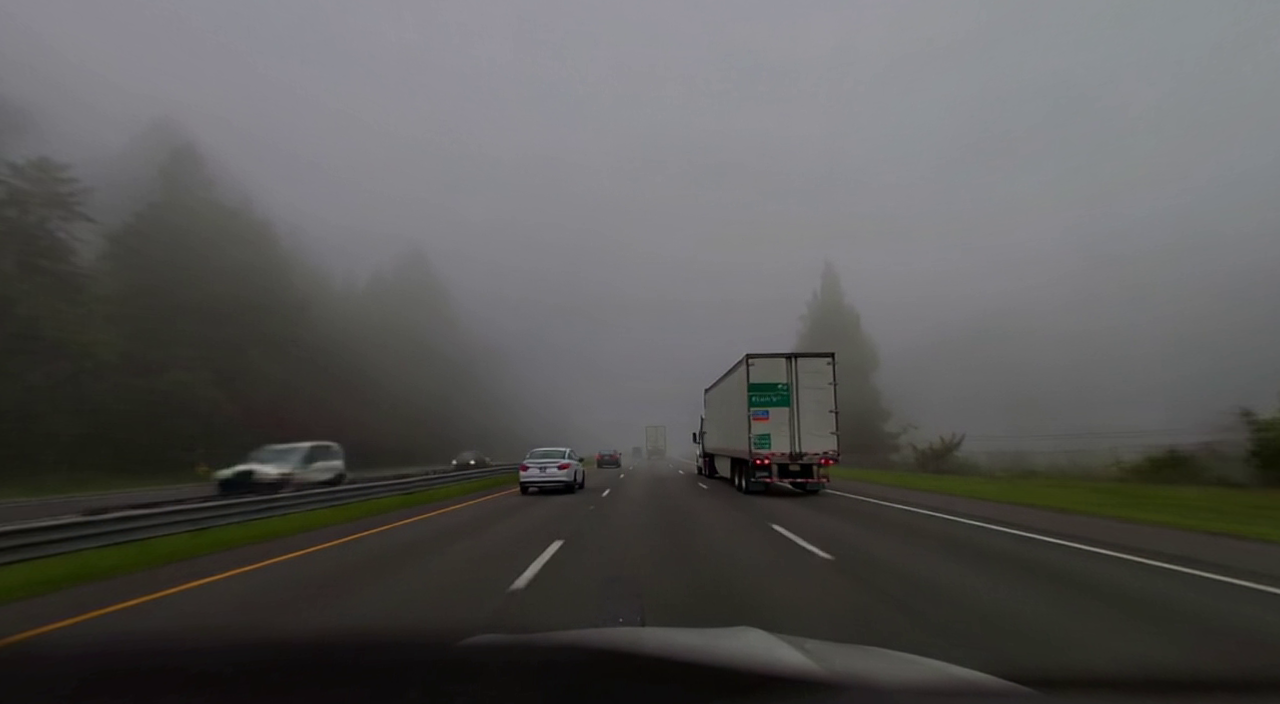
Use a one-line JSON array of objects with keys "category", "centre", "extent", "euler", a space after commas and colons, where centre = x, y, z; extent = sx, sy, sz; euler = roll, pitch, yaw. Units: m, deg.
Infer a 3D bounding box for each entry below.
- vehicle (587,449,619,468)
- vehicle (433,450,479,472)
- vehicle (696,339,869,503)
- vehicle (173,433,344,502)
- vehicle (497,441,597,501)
[{"category": "vehicle", "centre": [-2.841, 8.319, 49.350], "extent": [2.121, 1.445, 4.651], "euler": [0, -9, 1]}, {"category": "vehicle", "centre": [-14.283, 8.501, 49.324], "extent": [2.009, 1.600, 4.723], "euler": [0, -9, 2]}, {"category": "vehicle", "centre": [4.153, 2.803, 22.880], "extent": [2.974, 4.083, 14.389], "euler": [0, -9, 0]}, {"category": "vehicle", "centre": [-11.414, 3.483, 19.425], "extent": [2.149, 1.825, 4.824], "euler": [0, -9, 1]}, {"category": "vehicle", "centre": [-2.570, 3.481, 18.822], "extent": [2.104, 1.526, 4.940], "euler": [0, -9, 1]}]
